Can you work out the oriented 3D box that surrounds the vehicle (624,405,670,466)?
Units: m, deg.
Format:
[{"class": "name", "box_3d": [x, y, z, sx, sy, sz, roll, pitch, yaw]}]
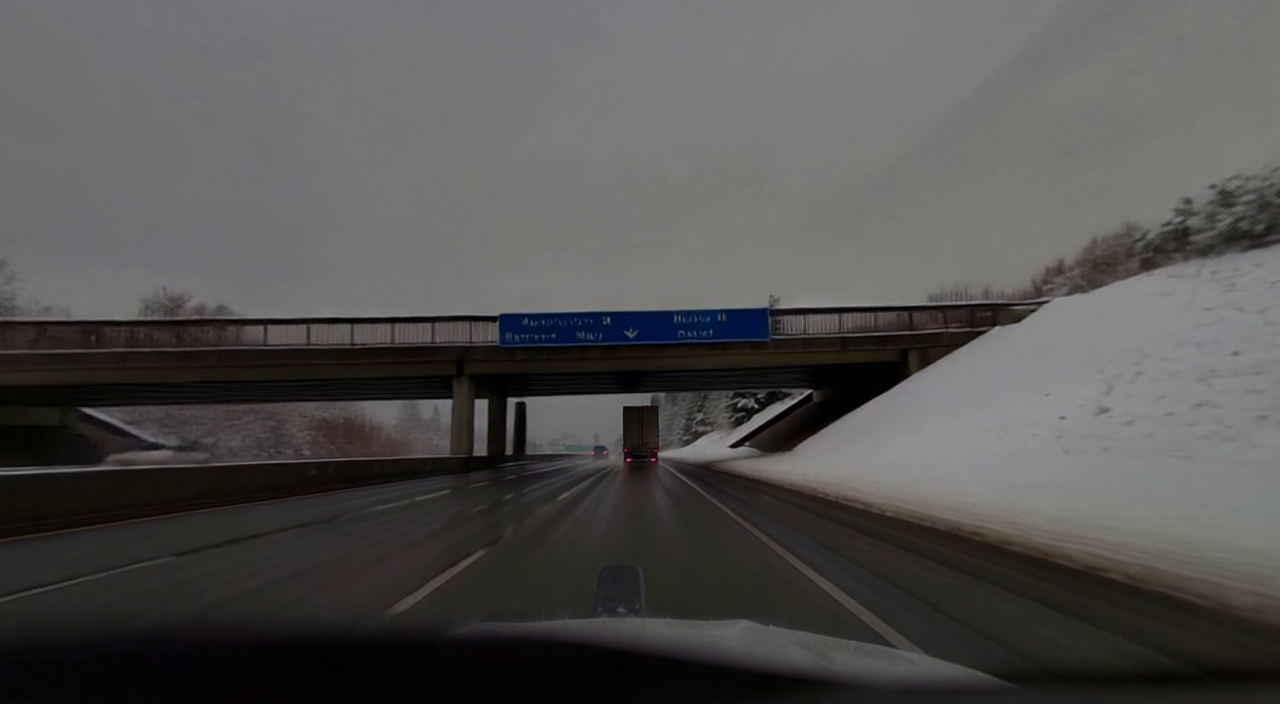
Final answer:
[{"class": "vehicle", "box_3d": [0.441, 6.519, 48.150, 3.033, 3.985, 12.383, 0, -9, 0]}]
